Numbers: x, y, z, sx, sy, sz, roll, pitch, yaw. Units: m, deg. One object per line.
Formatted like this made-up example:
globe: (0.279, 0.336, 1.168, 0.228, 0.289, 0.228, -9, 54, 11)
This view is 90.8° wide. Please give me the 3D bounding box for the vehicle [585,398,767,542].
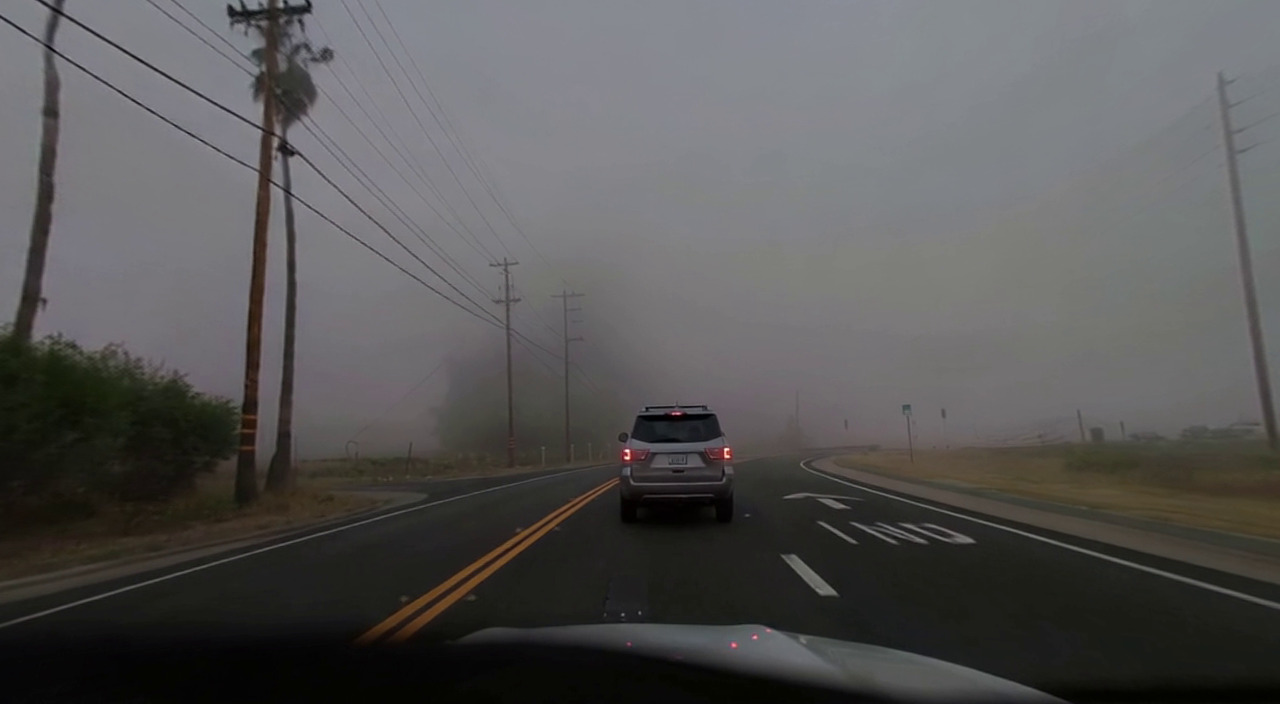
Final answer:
vehicle: (0.469, 1.875, 10.576, 2.364, 1.859, 4.538, 0, -9, 0)
